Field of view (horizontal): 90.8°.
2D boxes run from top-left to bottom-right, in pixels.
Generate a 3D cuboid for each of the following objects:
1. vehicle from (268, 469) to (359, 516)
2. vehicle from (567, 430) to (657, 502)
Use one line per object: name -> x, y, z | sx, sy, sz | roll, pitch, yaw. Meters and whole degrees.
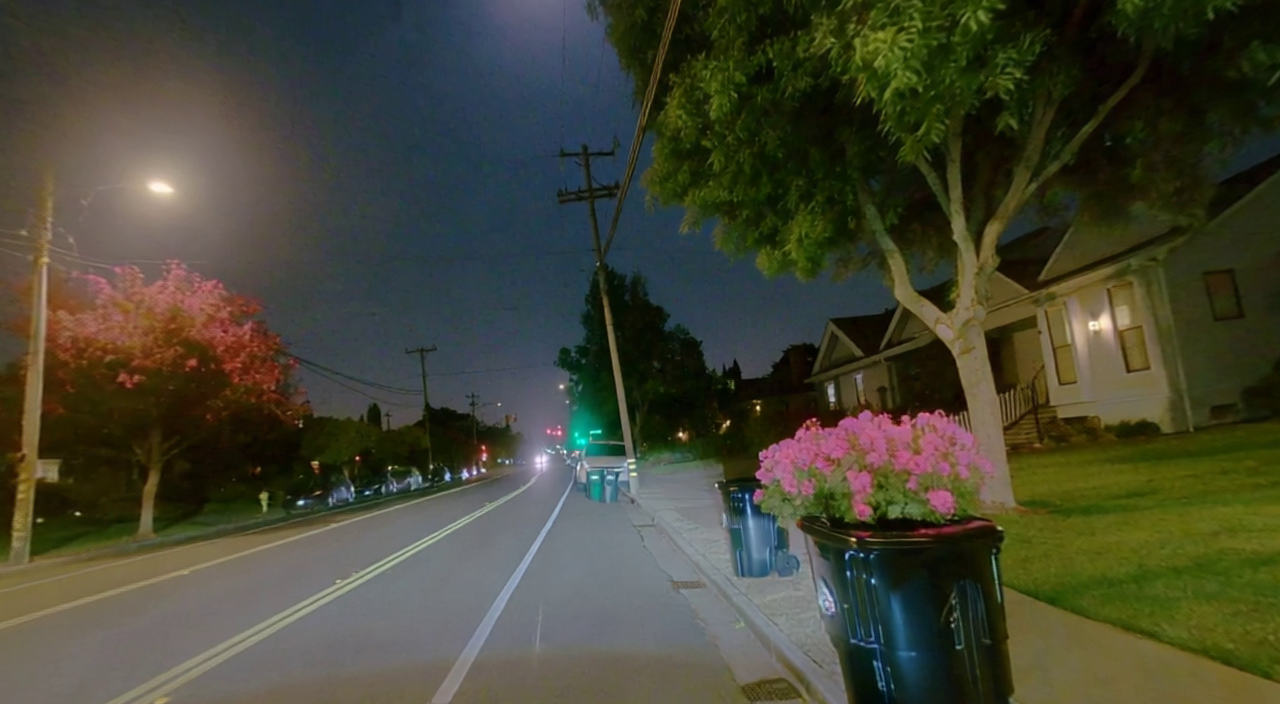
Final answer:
vehicle -> -13.772, 5.911, 26.975 | 1.982, 1.660, 4.142 | 1, -8, -6
vehicle -> -0.829, 3.067, 17.388 | 2.190, 1.708, 4.115 | 0, -8, -4
